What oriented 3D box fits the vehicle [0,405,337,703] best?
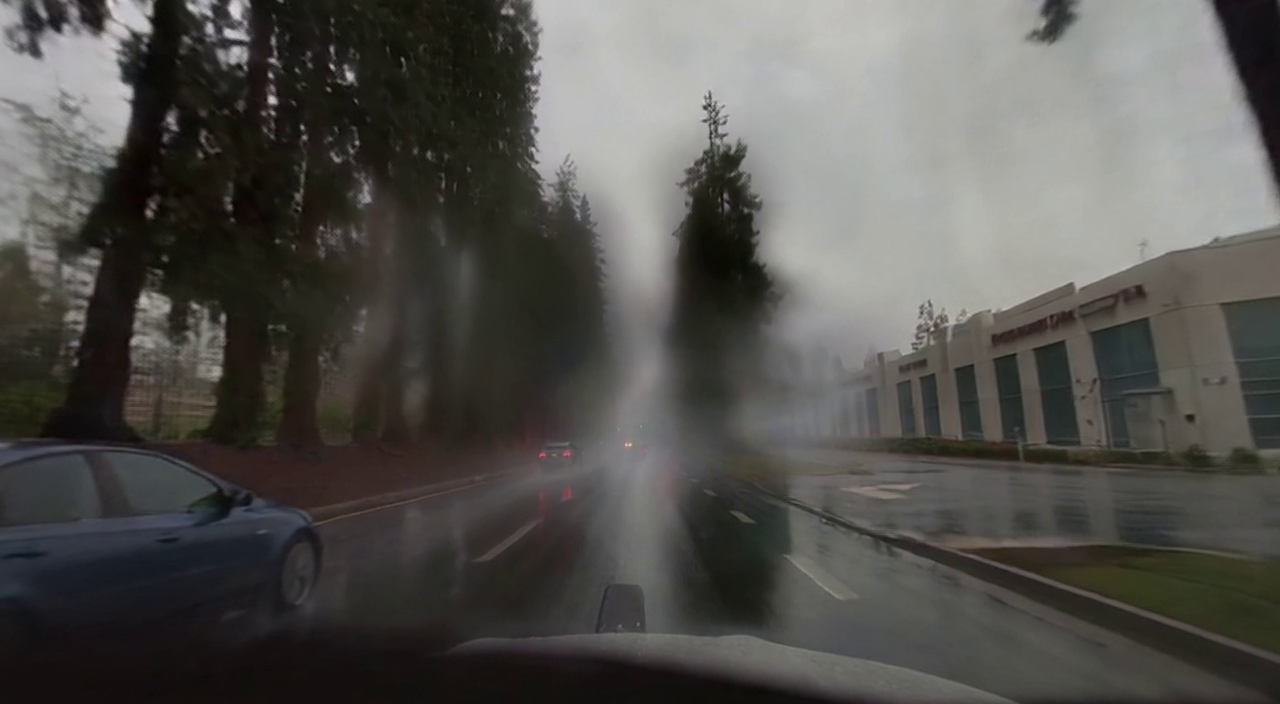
[{"bbox_3d":[-3.433,1.025,2.934,1.862,1.478,4.369,0,-8,0],"label":"vehicle"}]

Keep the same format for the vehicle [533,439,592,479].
[{"bbox_3d":[-3.267,4.612,27.420,1.942,1.588,4.172,0,-9,1],"label":"vehicle"}]
